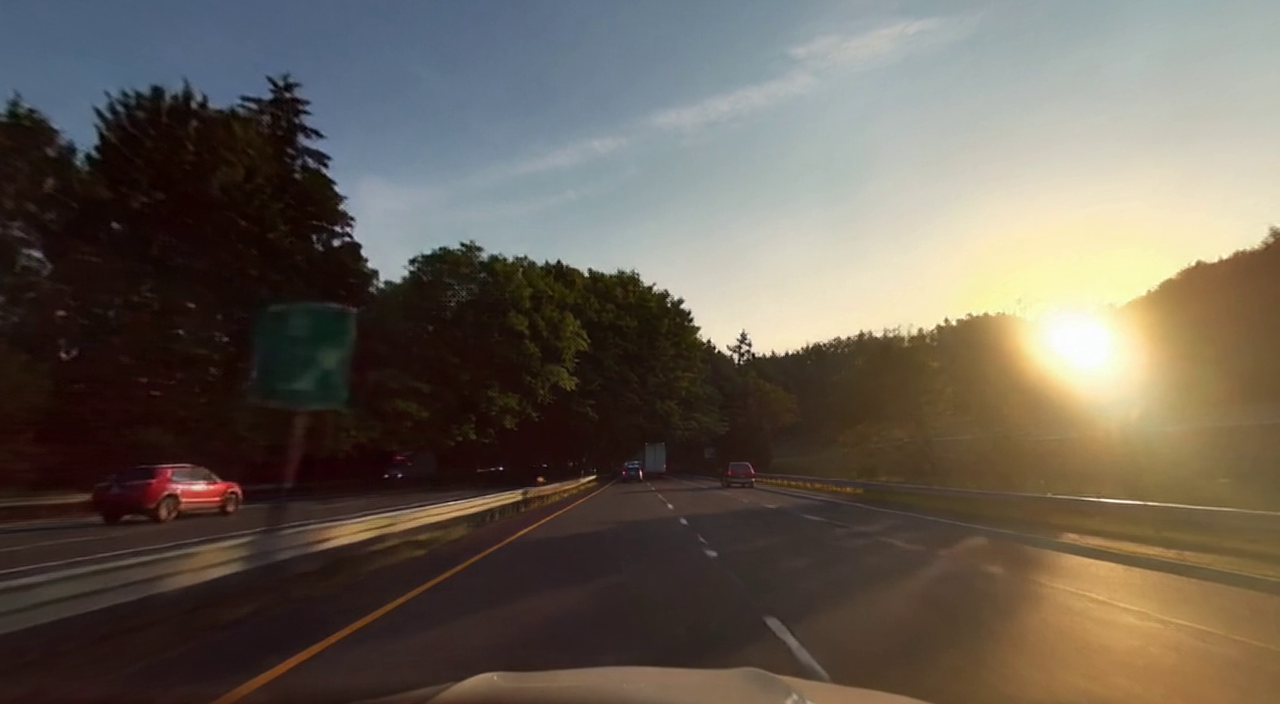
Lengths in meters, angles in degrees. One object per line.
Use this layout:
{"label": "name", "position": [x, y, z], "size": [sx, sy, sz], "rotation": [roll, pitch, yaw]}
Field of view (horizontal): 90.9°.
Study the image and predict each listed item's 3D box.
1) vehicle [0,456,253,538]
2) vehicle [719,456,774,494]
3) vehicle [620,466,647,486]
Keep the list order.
{"label": "vehicle", "position": [-11.983, 3.405, 15.316], "size": [1.952, 1.618, 4.859], "rotation": [1, -10, 1]}
{"label": "vehicle", "position": [5.419, 6.351, 32.607], "size": [1.998, 1.776, 4.663], "rotation": [1, -10, -1]}
{"label": "vehicle", "position": [-0.487, 9.578, 48.755], "size": [1.987, 1.467, 3.903], "rotation": [1, -10, -1]}
